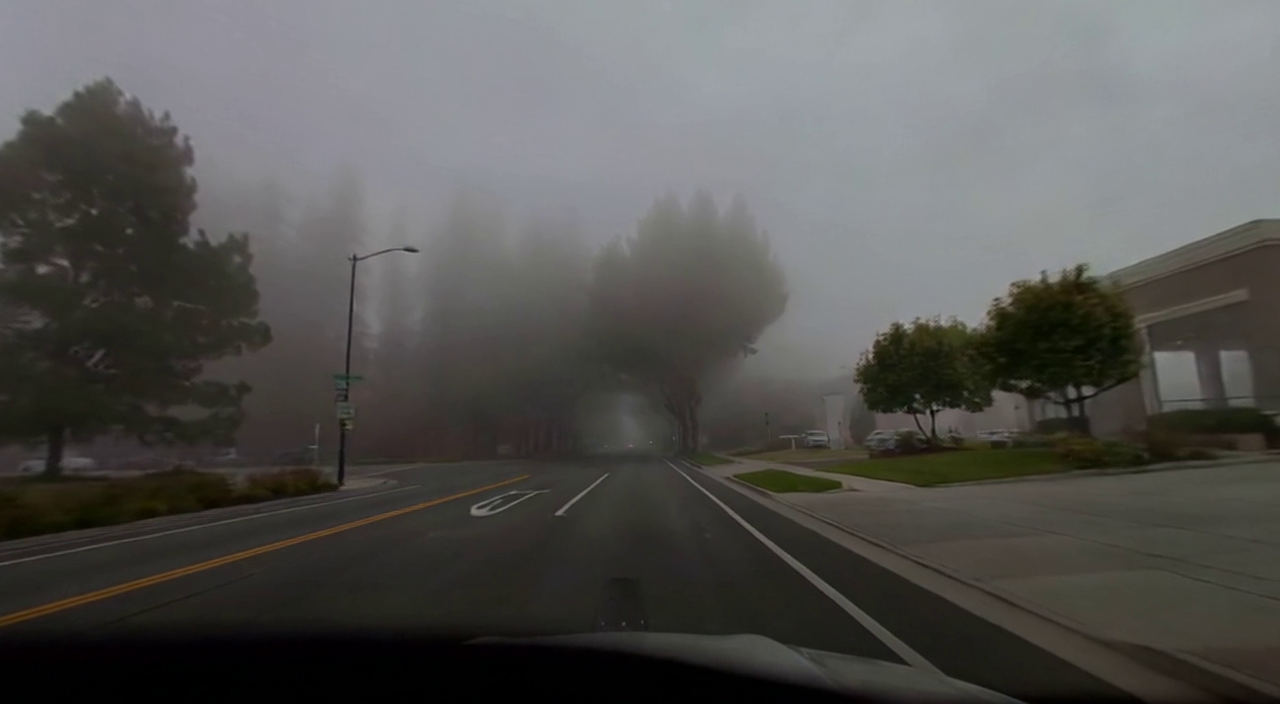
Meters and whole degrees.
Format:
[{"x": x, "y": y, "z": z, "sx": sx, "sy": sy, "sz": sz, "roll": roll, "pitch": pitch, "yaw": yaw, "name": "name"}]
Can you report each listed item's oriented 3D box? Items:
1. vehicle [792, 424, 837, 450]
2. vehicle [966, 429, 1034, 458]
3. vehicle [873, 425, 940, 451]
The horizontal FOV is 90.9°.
[{"x": 11.949, "y": 5.915, "z": 43.559, "sx": 2.036, "sy": 1.636, "sz": 4.995, "roll": 0, "pitch": -8, "yaw": 5, "name": "vehicle"}, {"x": 20.750, "y": 5.302, "z": 36.528, "sx": 1.766, "sy": 1.560, "sz": 3.695, "roll": 0, "pitch": -8, "yaw": 0, "name": "vehicle"}, {"x": 15.367, "y": 5.028, "z": 36.608, "sx": 1.866, "sy": 1.420, "sz": 4.447, "roll": 0, "pitch": -8, "yaw": 0, "name": "vehicle"}]
